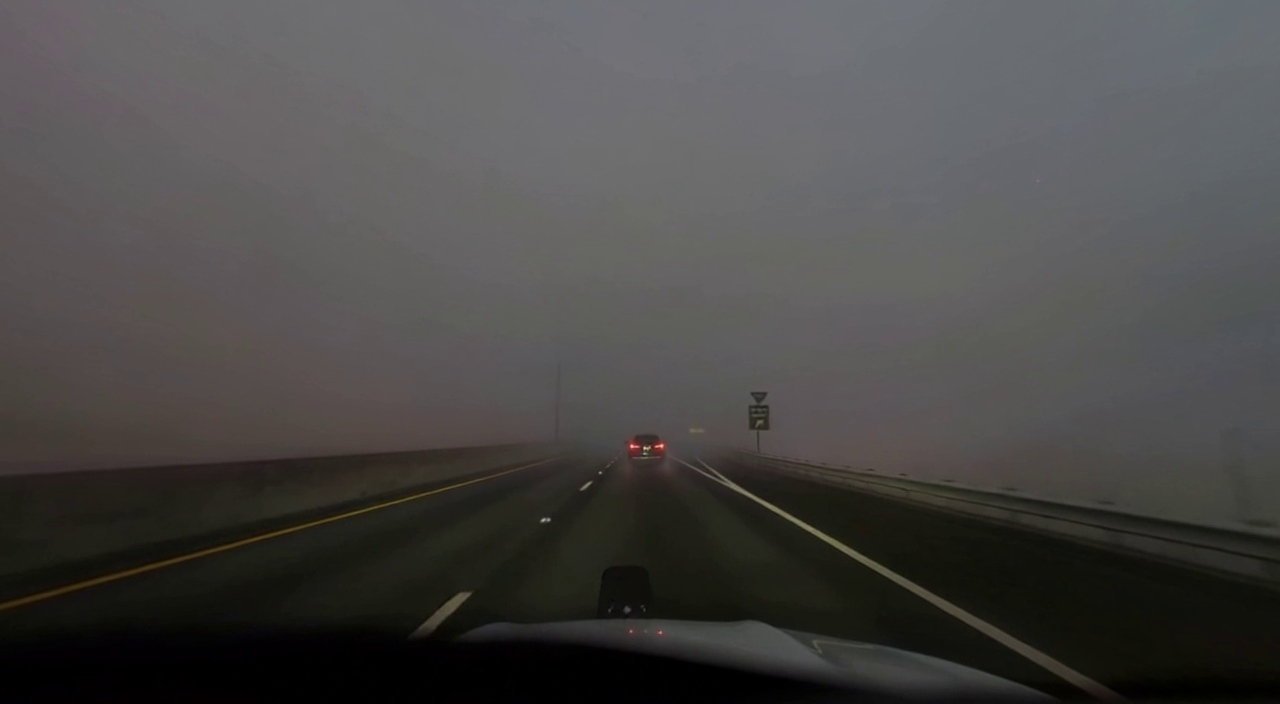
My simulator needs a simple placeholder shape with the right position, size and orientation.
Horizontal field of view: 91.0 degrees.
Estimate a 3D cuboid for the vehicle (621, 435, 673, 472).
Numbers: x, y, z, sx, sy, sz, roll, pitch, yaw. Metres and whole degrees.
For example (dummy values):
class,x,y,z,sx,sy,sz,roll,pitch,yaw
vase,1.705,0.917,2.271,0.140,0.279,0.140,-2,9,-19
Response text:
class,x,y,z,sx,sy,sz,roll,pitch,yaw
vehicle,0.324,4.462,27.937,2.130,1.512,4.057,0,-8,0
